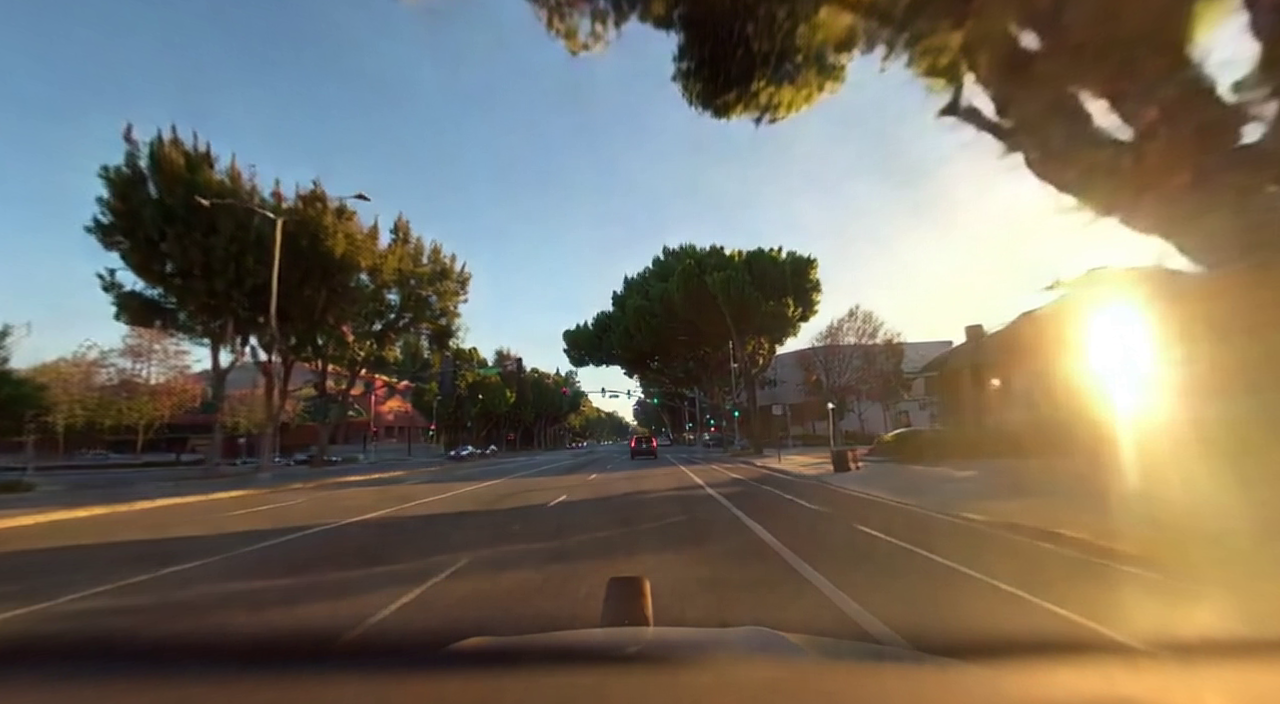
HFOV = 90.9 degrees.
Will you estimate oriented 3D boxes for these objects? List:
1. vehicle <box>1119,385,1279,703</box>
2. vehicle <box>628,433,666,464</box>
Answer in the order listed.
[{"bbox_3d":[3.873,0.694,1.306,2.269,1.520,4.410,-1,-8,0],"label":"vehicle"},{"bbox_3d":[0.402,5.800,38.015,2.169,1.751,4.276,-1,-8,0],"label":"vehicle"}]
